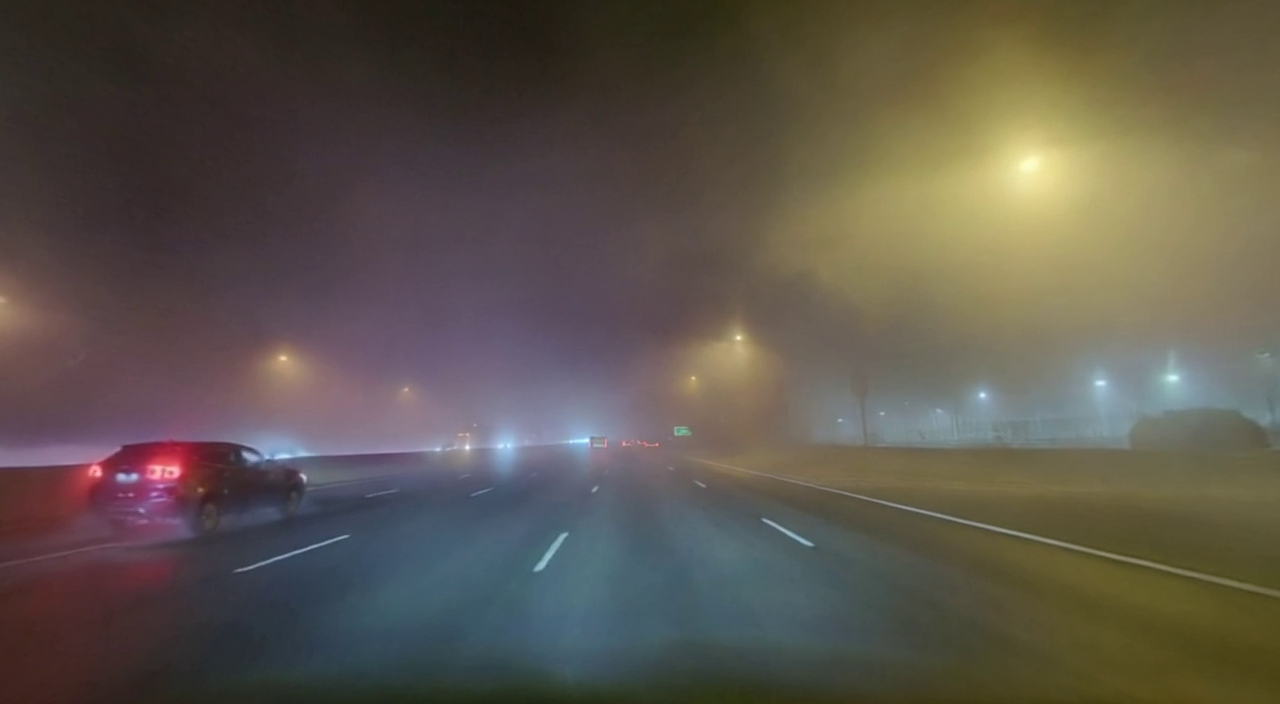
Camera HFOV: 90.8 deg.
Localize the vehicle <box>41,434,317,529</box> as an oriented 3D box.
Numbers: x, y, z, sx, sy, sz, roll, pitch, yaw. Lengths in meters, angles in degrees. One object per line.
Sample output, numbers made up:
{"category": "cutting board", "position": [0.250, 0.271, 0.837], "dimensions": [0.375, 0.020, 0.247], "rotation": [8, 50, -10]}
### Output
{"category": "vehicle", "position": [-8.599, 2.428, 12.483], "dimensions": [2.060, 1.507, 4.494], "rotation": [0, -9, 0]}
